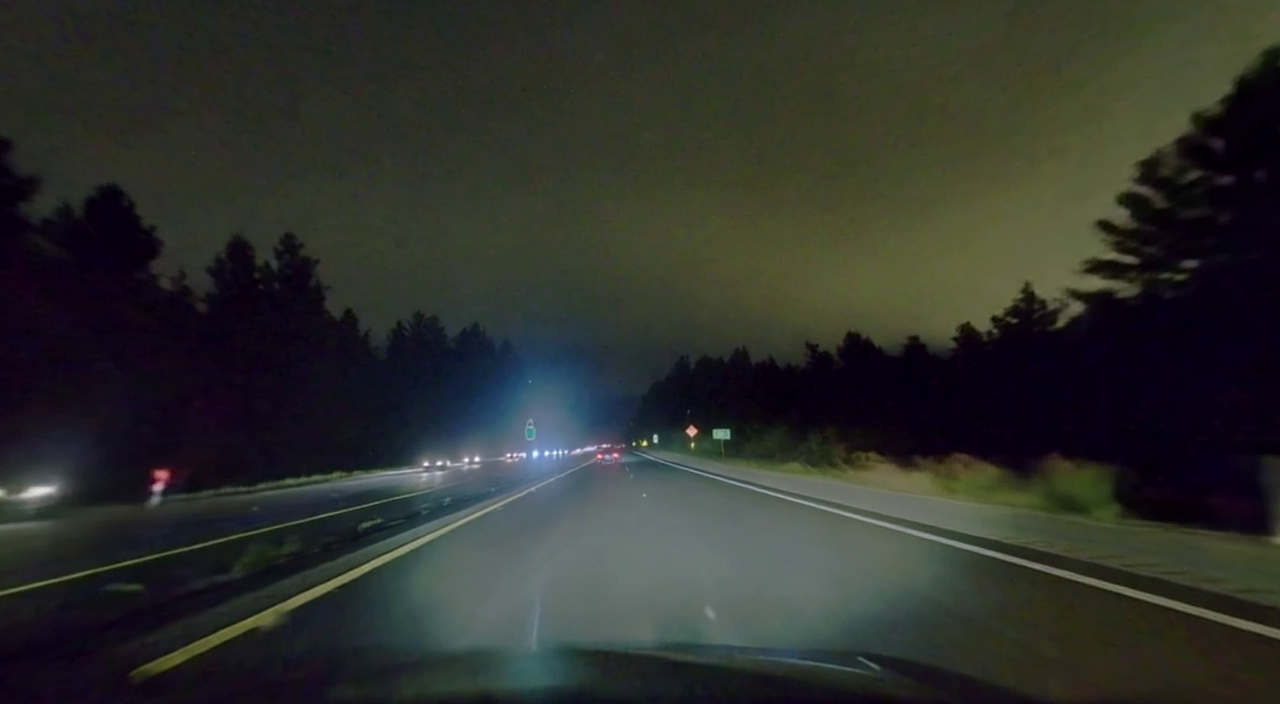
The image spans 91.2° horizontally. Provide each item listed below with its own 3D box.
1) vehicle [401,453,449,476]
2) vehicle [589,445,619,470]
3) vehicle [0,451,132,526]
[{"bbox_3d":[-15.202,7.992,44.550,1.849,1.497,4.415,0,-9,-1],"label":"vehicle"},{"bbox_3d":[-2.633,7.827,46.644,2.098,1.692,4.038,0,-9,-2],"label":"vehicle"},{"bbox_3d":[-15.019,3.190,14.945,1.961,1.621,4.588,0,-9,-1],"label":"vehicle"}]
